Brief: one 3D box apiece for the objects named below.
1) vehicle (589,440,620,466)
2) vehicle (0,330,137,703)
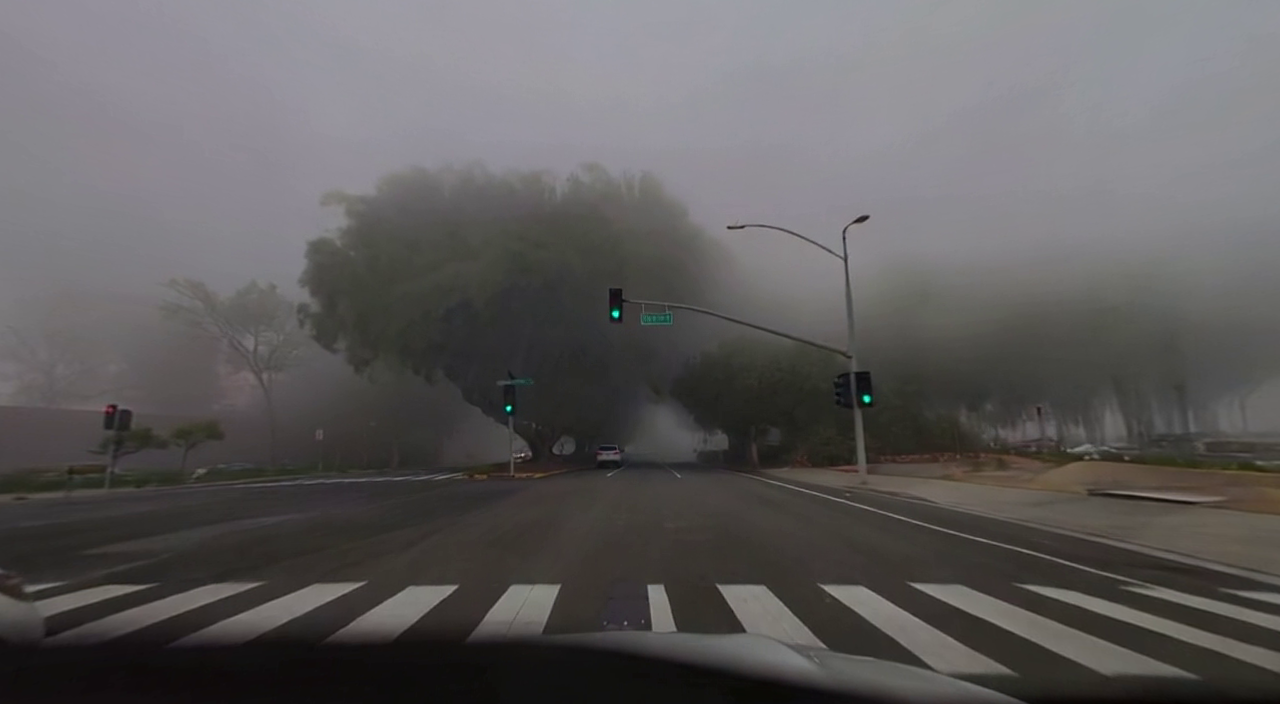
[{"bbox_3d":[-2.487,7.210,45.087,2.011,1.756,4.478,0,-9,0],"label":"vehicle"},{"bbox_3d":[-3.315,0.557,0.941,1.751,1.693,3.998,0,-9,0],"label":"vehicle"}]
